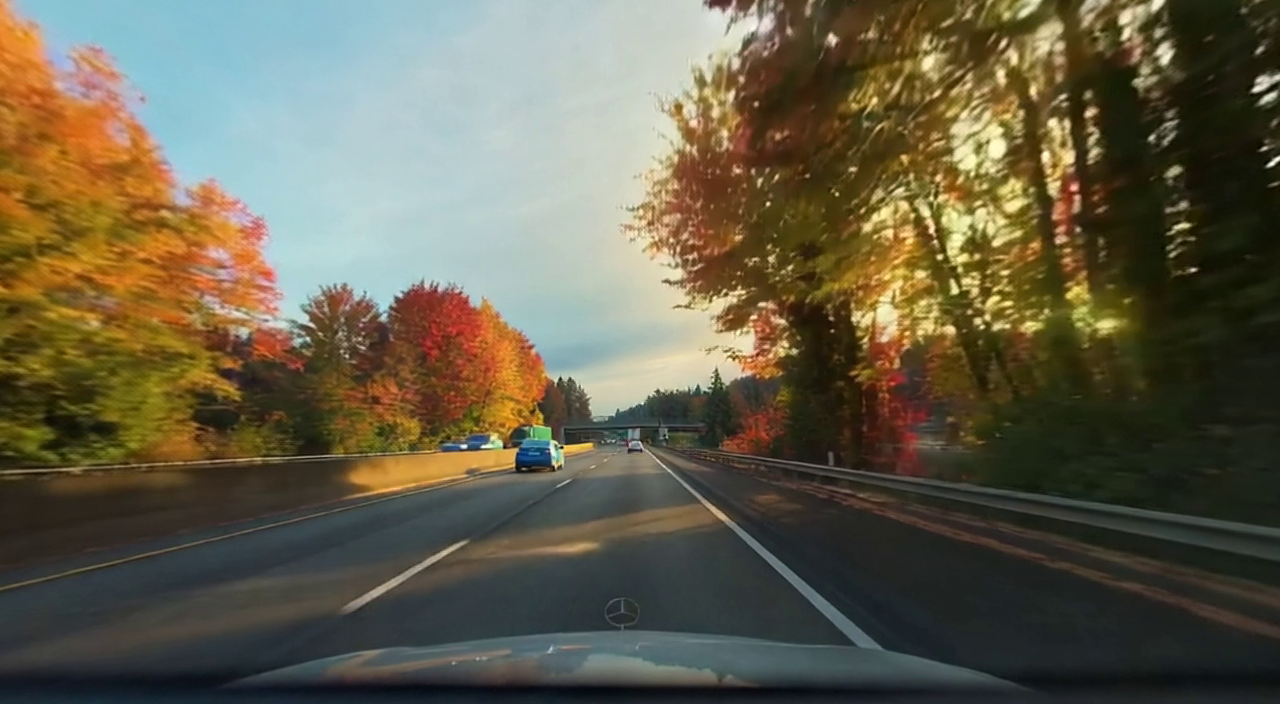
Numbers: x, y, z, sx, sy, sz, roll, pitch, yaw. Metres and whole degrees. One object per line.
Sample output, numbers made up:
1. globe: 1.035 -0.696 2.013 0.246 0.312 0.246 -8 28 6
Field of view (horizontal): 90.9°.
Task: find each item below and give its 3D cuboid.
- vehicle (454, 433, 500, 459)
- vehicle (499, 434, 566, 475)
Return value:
1. vehicle: -12.254 7.096 47.599 2.098 1.796 4.845 0 -8 1
2. vehicle: -4.370 4.249 26.289 2.002 1.553 4.247 0 -8 0
